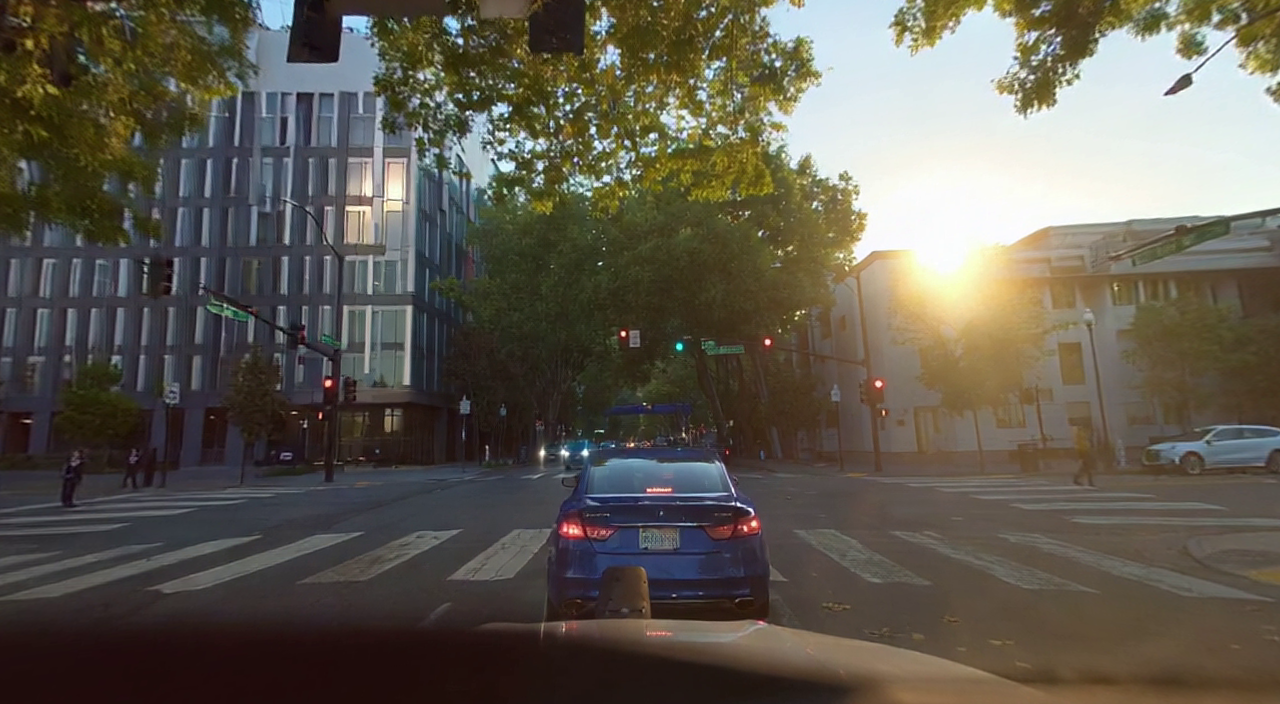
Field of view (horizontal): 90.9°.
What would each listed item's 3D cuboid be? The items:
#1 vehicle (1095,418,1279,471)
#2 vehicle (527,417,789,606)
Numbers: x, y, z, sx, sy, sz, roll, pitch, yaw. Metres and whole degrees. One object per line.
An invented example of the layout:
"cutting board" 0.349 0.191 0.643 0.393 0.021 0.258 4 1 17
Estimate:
"vehicle" 19.157 3.261 22.220 4.675 1.772 1.945 0 -8 0
"vehicle" -0.149 1.643 7.494 1.893 1.532 4.145 2 -9 -16
